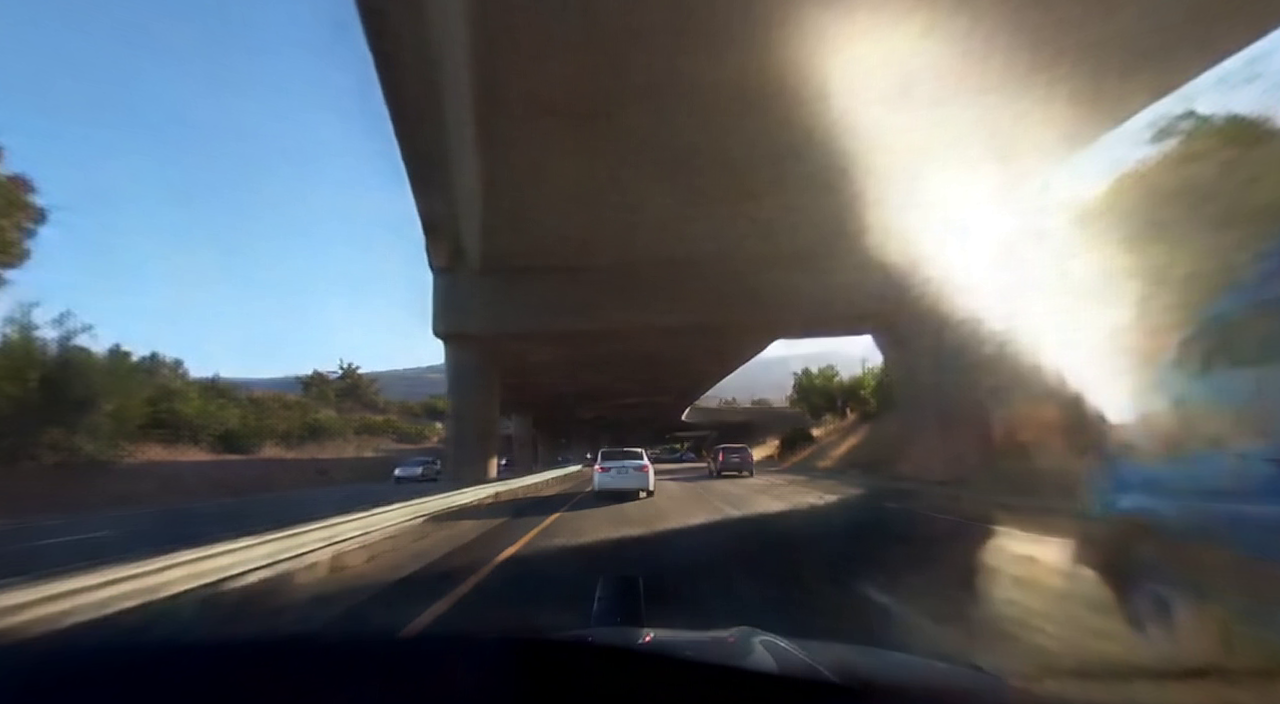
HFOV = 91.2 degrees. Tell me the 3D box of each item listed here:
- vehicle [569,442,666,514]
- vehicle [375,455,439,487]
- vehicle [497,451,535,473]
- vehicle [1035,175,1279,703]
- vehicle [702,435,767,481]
[{"bbox_3d":[-0.478,2.955,15.107,2.029,1.483,3.769,0,-9,0],"label":"vehicle"},{"bbox_3d":[-12.428,6.330,33.689,1.823,1.539,4.087,0,-9,0],"label":"vehicle"},{"bbox_3d":[-9.063,8.077,46.124,1.894,1.505,4.103,0,-9,0],"label":"vehicle"},{"bbox_3d":[3.916,0.247,1.192,2.399,2.421,5.829,0,-9,-1],"label":"vehicle"},{"bbox_3d":[4.363,4.984,29.716,2.261,1.952,4.784,0,-9,-1],"label":"vehicle"}]
